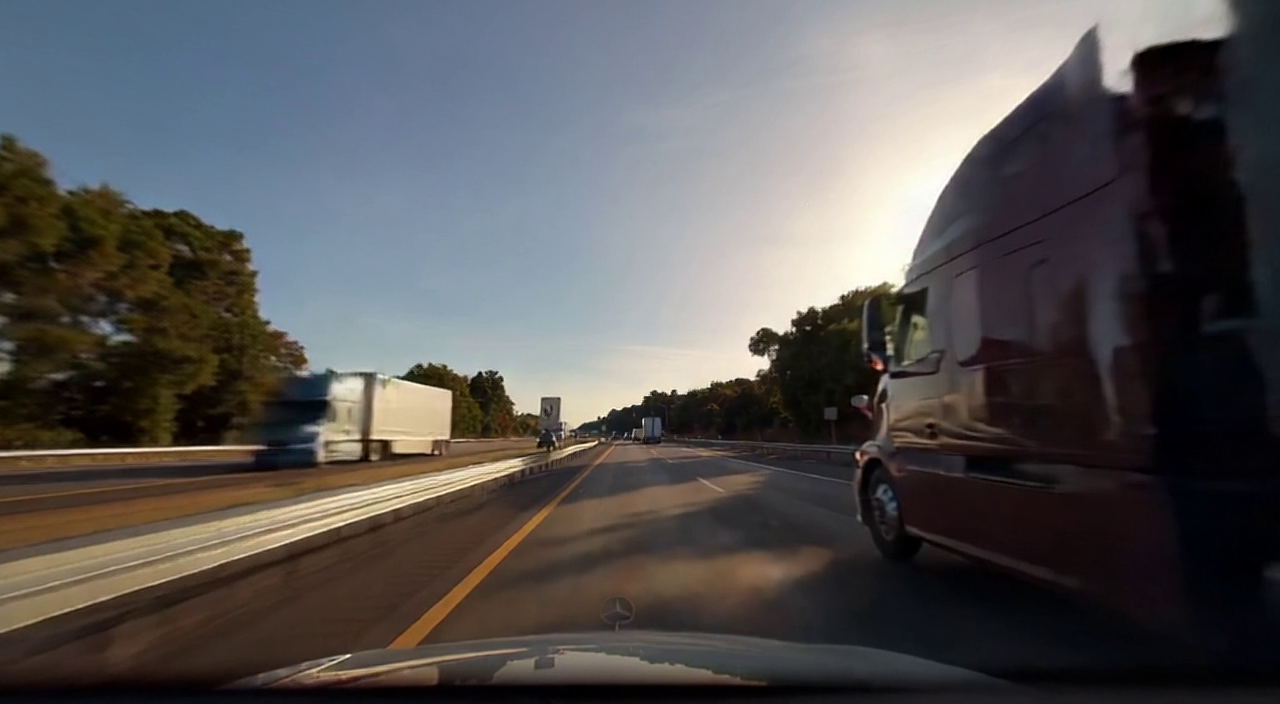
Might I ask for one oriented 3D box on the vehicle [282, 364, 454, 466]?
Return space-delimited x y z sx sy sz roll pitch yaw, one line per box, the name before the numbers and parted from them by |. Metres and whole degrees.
vehicle | -13.136 3.504 32.814 2.913 4.132 14.438 0 -8 -1
